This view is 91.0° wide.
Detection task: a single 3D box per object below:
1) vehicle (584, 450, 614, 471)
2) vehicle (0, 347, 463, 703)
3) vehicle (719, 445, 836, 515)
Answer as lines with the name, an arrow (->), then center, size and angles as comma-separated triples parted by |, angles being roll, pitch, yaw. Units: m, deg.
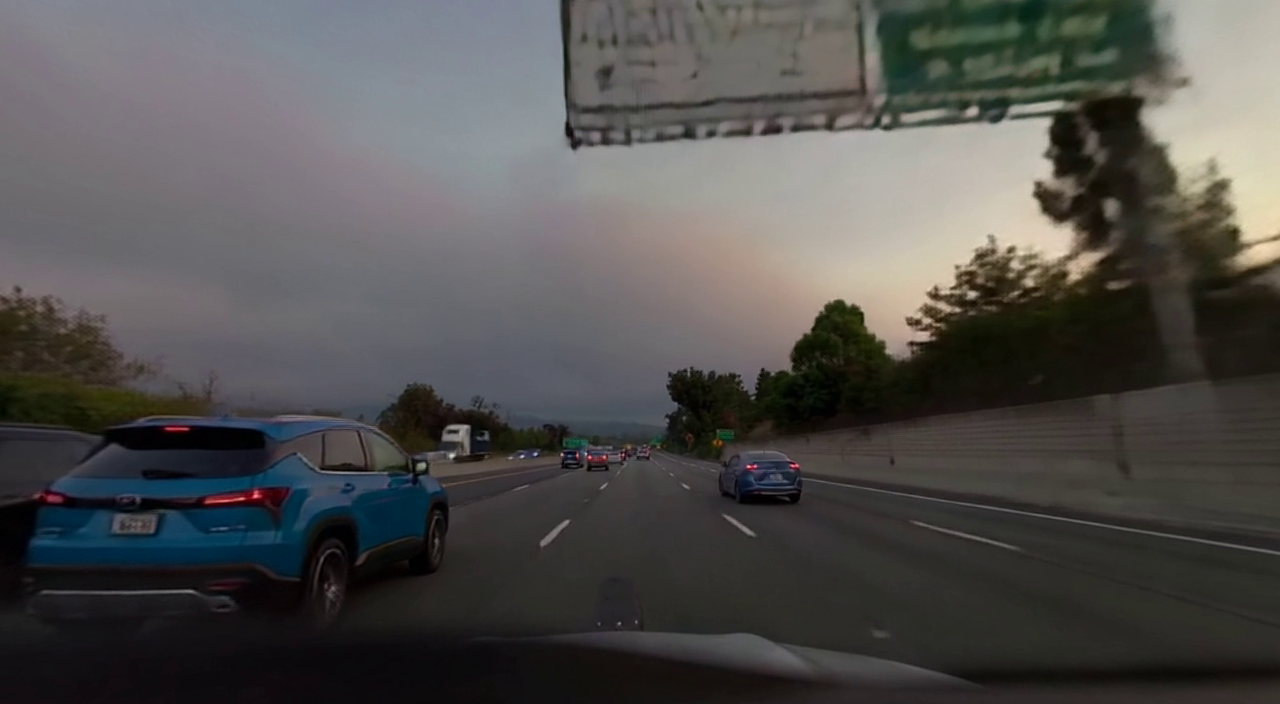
vehicle -> -3.191, 8.481, 49.440 | 2.030, 1.563, 4.389 | 0, -9, 0
vehicle -> -3.154, 1.185, 5.025 | 2.137, 1.756, 4.453 | 0, -9, 0
vehicle -> 3.256, 3.113, 15.846 | 1.979, 1.486, 4.125 | 1, -9, -1
